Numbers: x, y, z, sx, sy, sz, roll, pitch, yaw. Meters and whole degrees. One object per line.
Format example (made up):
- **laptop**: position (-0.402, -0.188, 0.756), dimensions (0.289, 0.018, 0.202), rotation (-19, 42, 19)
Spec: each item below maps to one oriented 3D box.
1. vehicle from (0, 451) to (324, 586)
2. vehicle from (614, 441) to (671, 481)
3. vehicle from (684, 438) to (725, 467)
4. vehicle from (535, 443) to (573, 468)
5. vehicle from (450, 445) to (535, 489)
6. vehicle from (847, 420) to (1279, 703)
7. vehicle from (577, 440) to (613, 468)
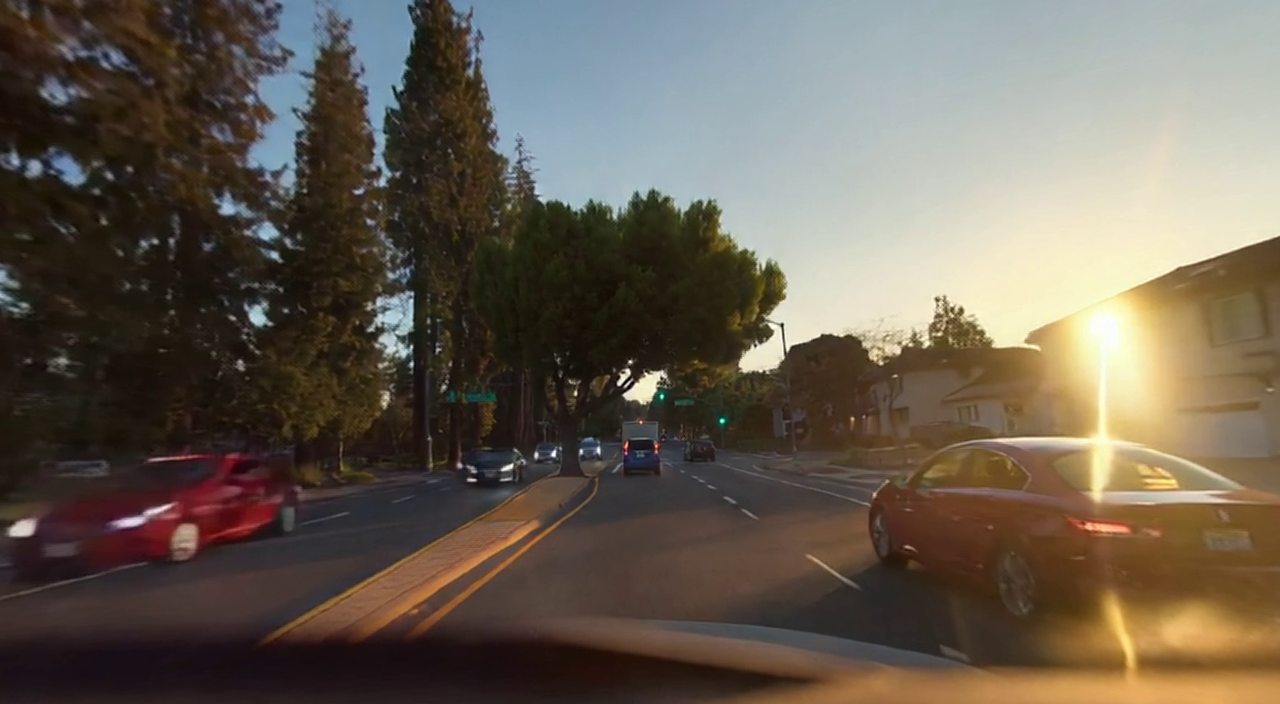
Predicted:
- **vehicle**: position (-6.756, 2.269, 9.535), dimensions (2.070, 1.454, 4.400), rotation (0, -8, -6)
- **vehicle**: position (0.080, 4.392, 25.780), dimensions (2.114, 1.483, 4.207), rotation (0, -8, 0)
- **vehicle**: position (4.233, 6.707, 42.345), dimensions (2.187, 1.847, 4.553), rotation (0, -8, -1)
- **vehicle**: position (-6.297, 7.623, 46.799), dimensions (2.146, 1.768, 4.664), rotation (0, -8, 1)
- **vehicle**: position (-5.524, 4.381, 24.449), dimensions (2.193, 1.502, 4.913), rotation (0, -8, -1)
- **vehicle**: position (3.507, 1.396, 5.378), dimensions (1.973, 1.447, 4.402), rotation (0, -8, 0)
- **vehicle**: position (-2.909, 6.732, 41.917), dimensions (2.083, 1.741, 5.530), rotation (0, -8, -1)
